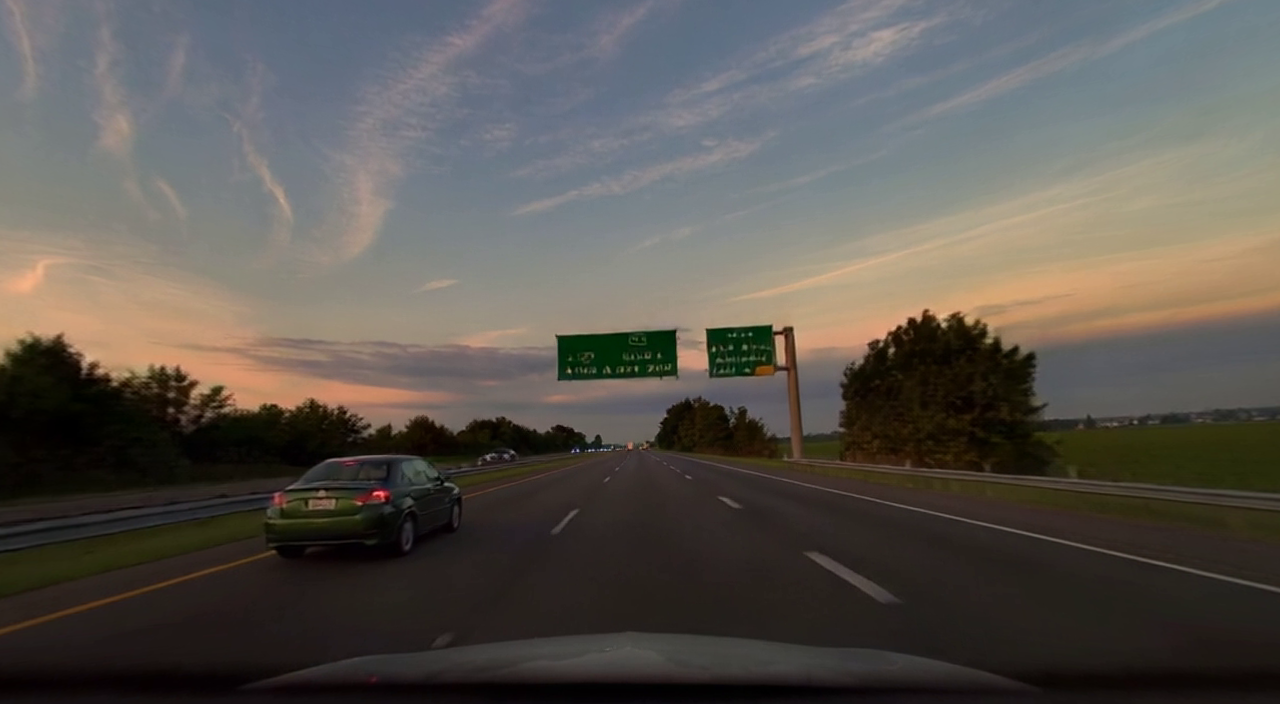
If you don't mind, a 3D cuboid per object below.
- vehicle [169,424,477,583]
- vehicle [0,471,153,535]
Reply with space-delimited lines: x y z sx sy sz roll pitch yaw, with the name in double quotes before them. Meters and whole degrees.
"vehicle" -3.555 1.764 8.085 1.815 1.500 4.036 0 -9 0
"vehicle" -15.016 3.633 15.444 2.194 1.224 4.957 0 -9 0
